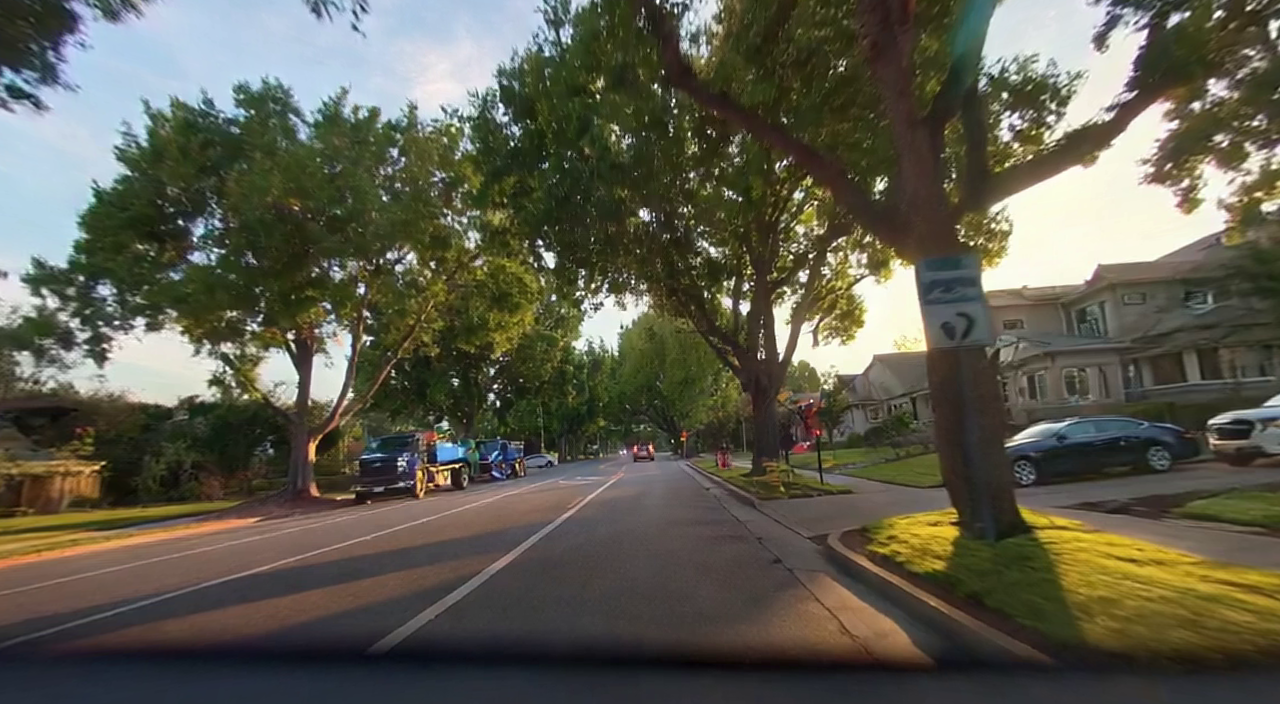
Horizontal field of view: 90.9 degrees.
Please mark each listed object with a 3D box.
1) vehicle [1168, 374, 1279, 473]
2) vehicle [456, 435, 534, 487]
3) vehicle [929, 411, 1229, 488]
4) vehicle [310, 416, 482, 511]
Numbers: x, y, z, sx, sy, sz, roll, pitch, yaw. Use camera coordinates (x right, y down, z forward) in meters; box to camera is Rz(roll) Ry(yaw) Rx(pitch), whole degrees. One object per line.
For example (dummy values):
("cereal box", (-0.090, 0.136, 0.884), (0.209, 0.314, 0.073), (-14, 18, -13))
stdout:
("vehicle", (14.415, 1.293, 12.902), (4.995, 1.818, 2.319), (-4, -6, 1))
("vehicle", (-8.773, 6.631, 39.031), (2.816, 2.723, 7.506), (-4, -8, 1))
("vehicle", (8.807, 2.024, 13.078), (4.623, 1.420, 1.996), (-1, -8, 5))
("vehicle", (-9.185, 4.349, 25.481), (2.970, 3.068, 9.784), (0, -8, 0))
